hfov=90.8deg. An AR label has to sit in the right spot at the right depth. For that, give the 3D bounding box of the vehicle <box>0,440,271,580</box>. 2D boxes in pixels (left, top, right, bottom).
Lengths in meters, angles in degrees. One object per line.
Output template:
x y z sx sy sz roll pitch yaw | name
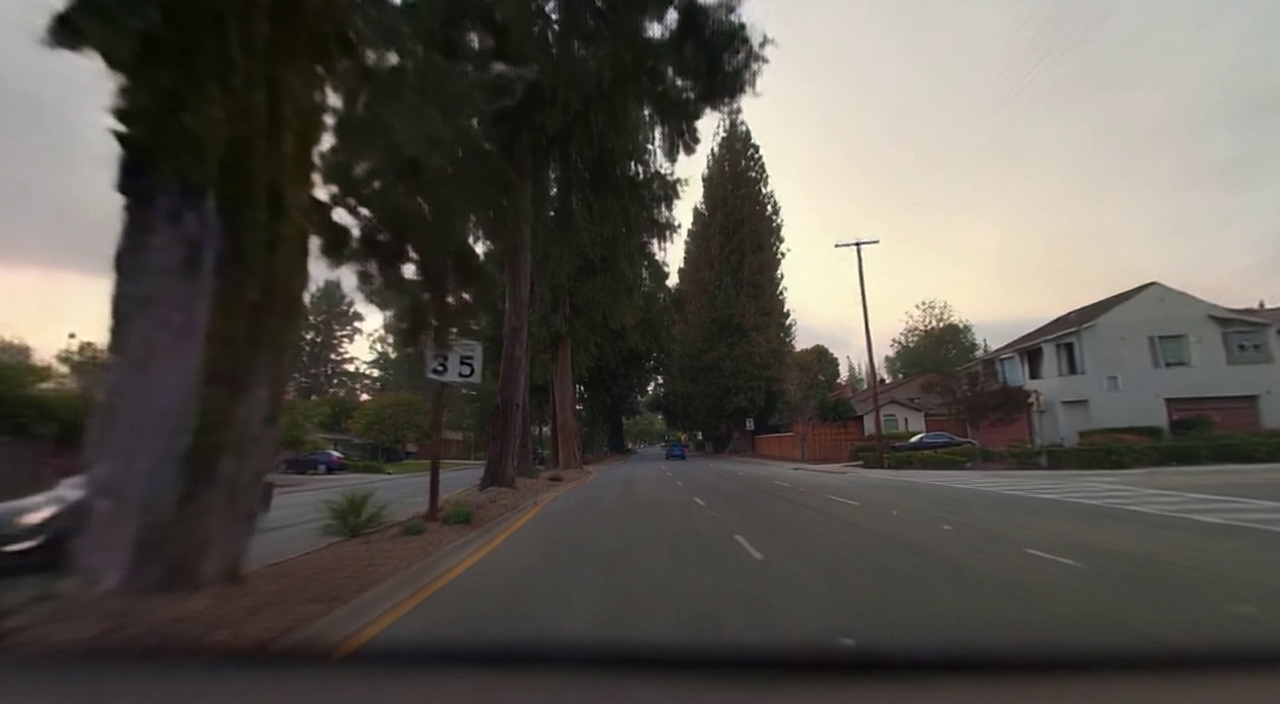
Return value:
-8.462 2.339 10.331 2.054 1.746 4.507 0 -8 1 | vehicle

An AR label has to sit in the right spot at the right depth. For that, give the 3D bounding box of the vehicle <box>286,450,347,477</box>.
-21.682 7.445 42.557 1.860 1.663 4.418 0 -8 -1 | vehicle

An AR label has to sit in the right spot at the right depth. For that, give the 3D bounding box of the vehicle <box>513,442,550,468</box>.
-8.093 7.740 47.622 1.964 1.722 4.403 -3 -8 0 | vehicle
